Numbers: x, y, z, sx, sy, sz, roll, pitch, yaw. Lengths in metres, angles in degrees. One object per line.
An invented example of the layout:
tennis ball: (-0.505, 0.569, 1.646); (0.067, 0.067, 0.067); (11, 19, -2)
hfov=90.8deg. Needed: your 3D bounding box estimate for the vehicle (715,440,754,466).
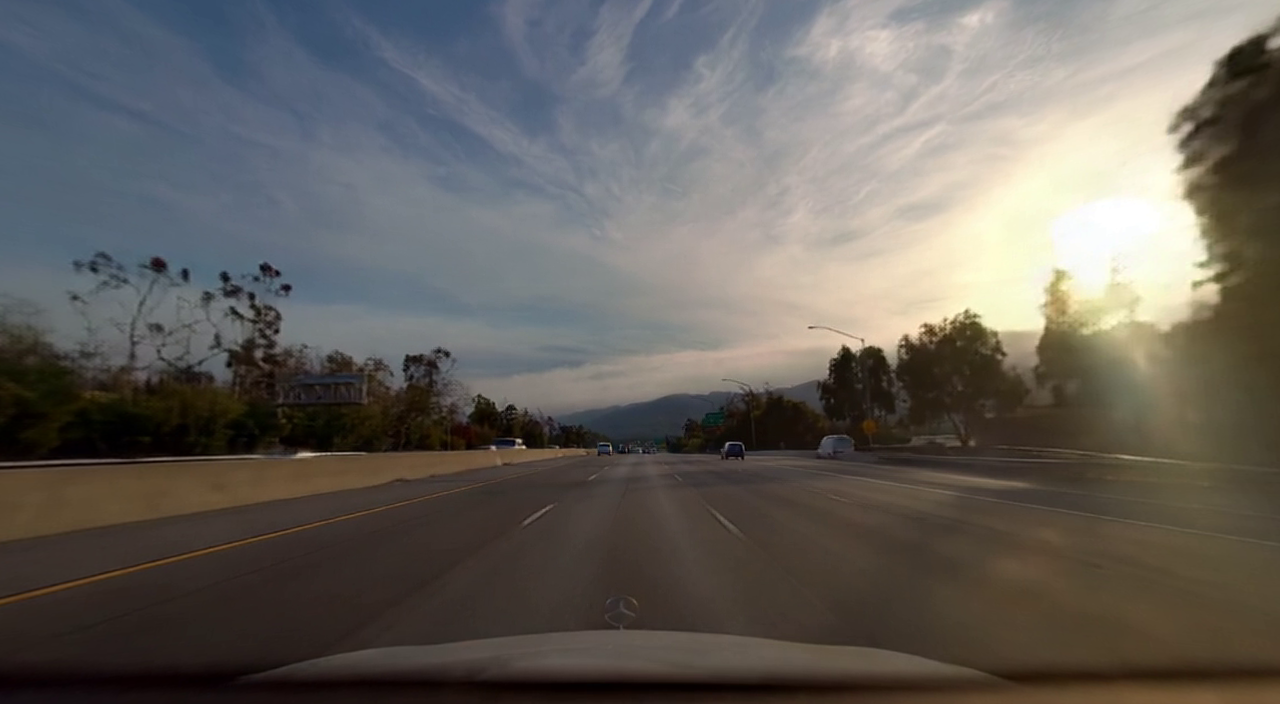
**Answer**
vehicle: (6.558, 7.079, 44.254); (2.081, 1.705, 3.926); (0, -9, -1)
